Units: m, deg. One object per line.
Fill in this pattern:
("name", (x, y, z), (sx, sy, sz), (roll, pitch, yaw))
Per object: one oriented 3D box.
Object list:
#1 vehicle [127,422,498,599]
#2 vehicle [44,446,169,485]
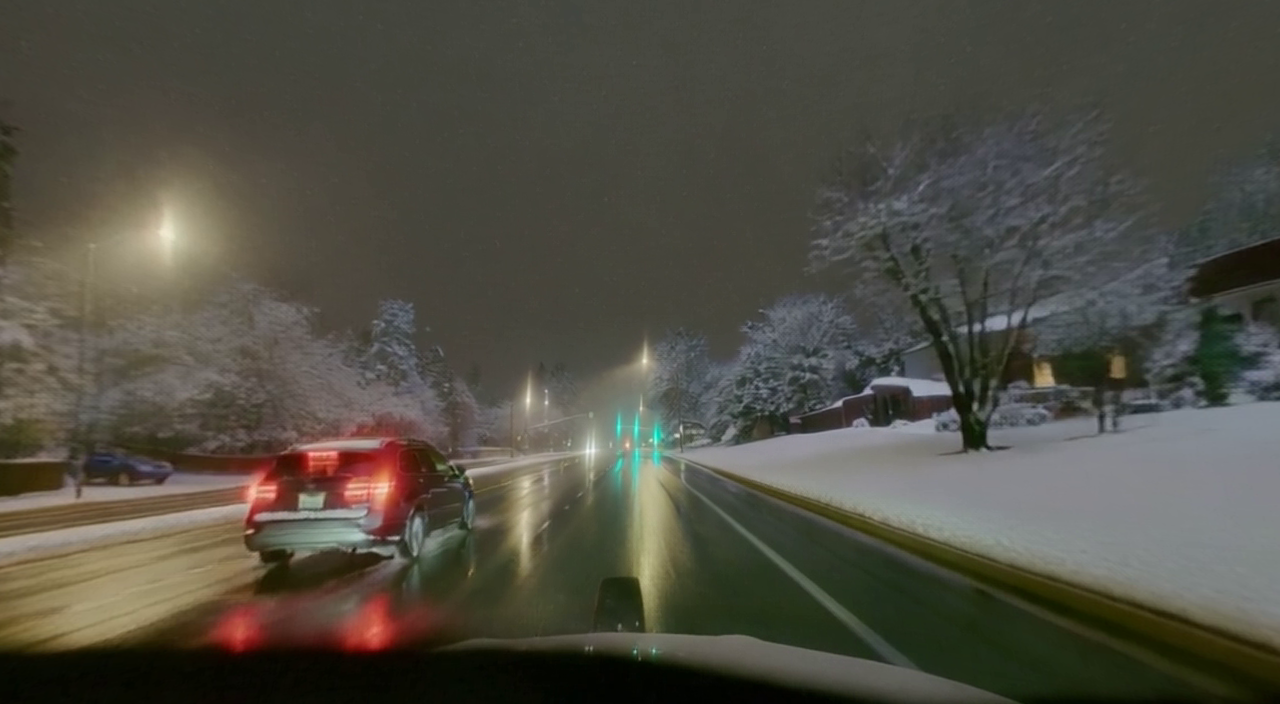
("vehicle", (-3.338, 1.711, 7.875), (2.020, 1.478, 4.890), (0, -8, 0))
("vehicle", (-24.590, 5.222, 29.204), (4.338, 1.716, 1.869), (-2, -9, 9))
